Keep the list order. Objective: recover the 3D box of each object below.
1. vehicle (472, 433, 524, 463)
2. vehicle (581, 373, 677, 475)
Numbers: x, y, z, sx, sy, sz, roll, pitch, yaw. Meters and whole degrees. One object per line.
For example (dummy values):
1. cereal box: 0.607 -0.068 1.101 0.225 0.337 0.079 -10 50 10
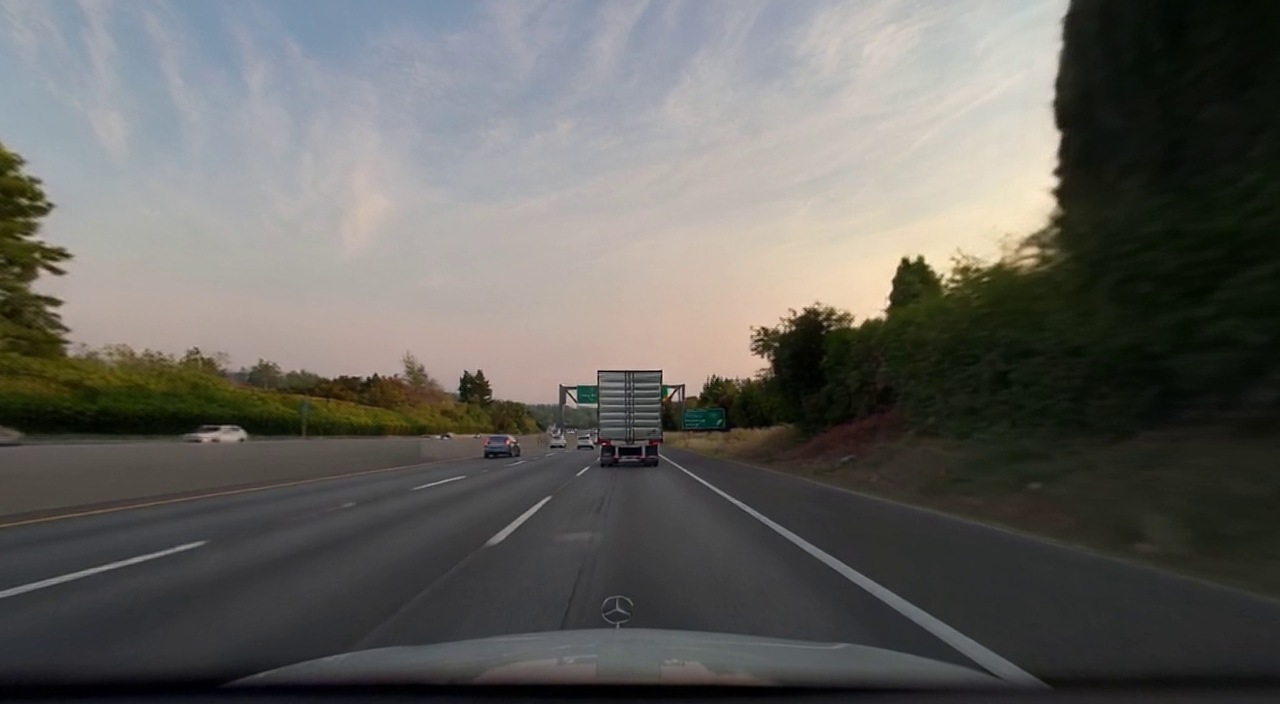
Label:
1. vehicle: -7.300 4.950 32.619 1.856 1.479 3.710 0 -8 0
2. vehicle: -0.488 3.352 28.325 3.033 3.223 14.836 4 -8 -1
